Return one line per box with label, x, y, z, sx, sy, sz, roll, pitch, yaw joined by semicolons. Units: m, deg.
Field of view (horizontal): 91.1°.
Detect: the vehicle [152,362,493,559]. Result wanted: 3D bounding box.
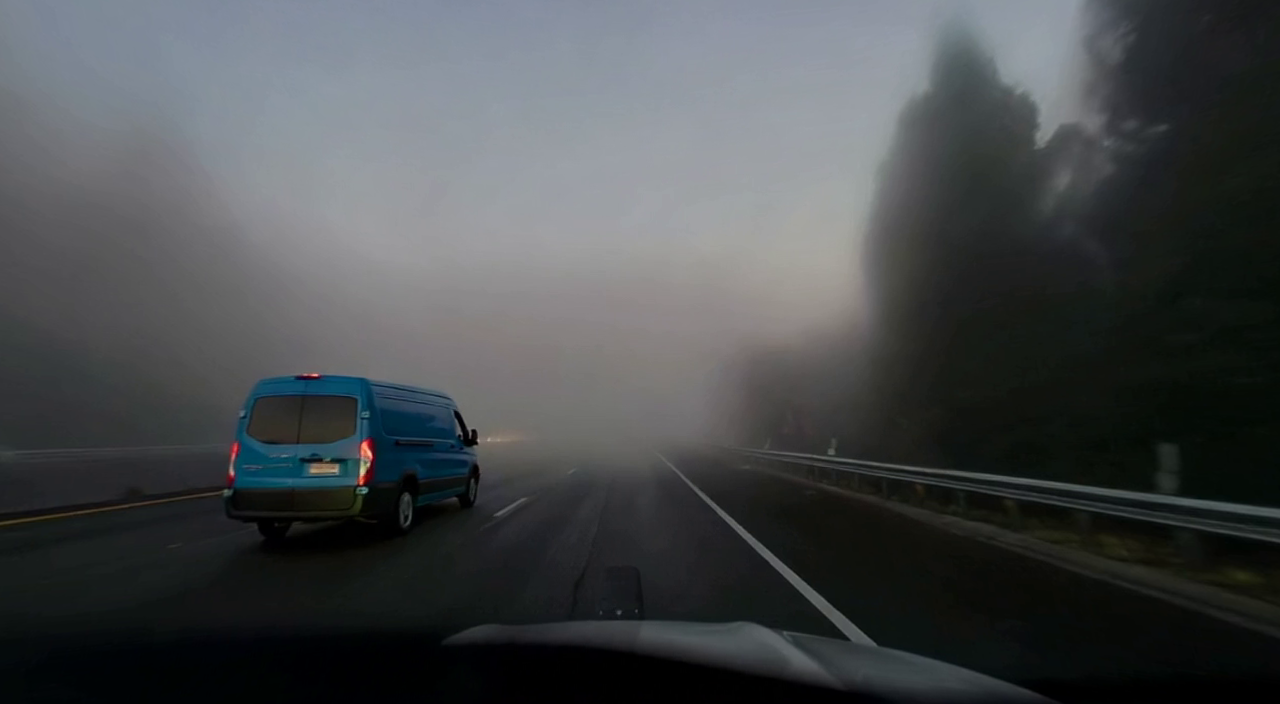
vehicle;-3.896;1.461;9.087;2.309;2.053;4.884;0;-8;1
